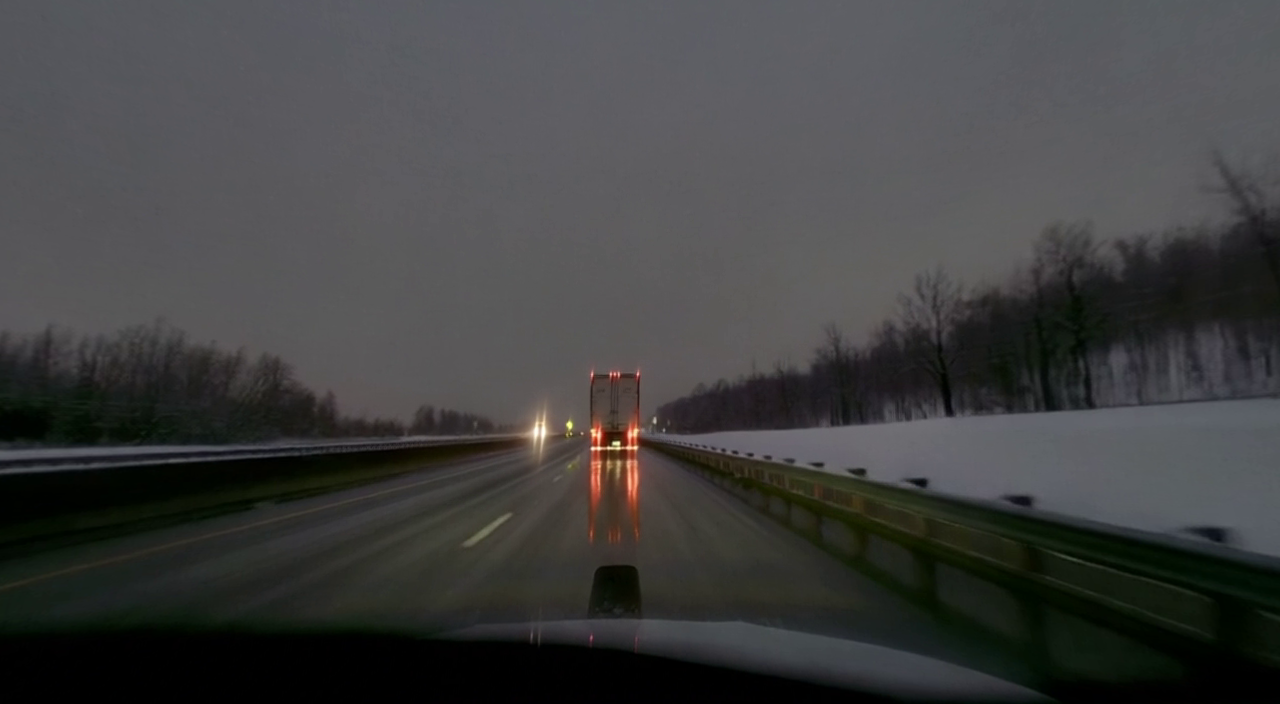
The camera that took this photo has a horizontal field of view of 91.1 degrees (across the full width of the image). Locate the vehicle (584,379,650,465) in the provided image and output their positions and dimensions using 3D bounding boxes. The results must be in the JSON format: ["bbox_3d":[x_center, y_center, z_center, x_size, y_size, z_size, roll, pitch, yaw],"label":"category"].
[{"bbox_3d":[-1.311,3.906,34.165,3.023,3.965,10.402,0,-8,-3],"label":"vehicle"}]
